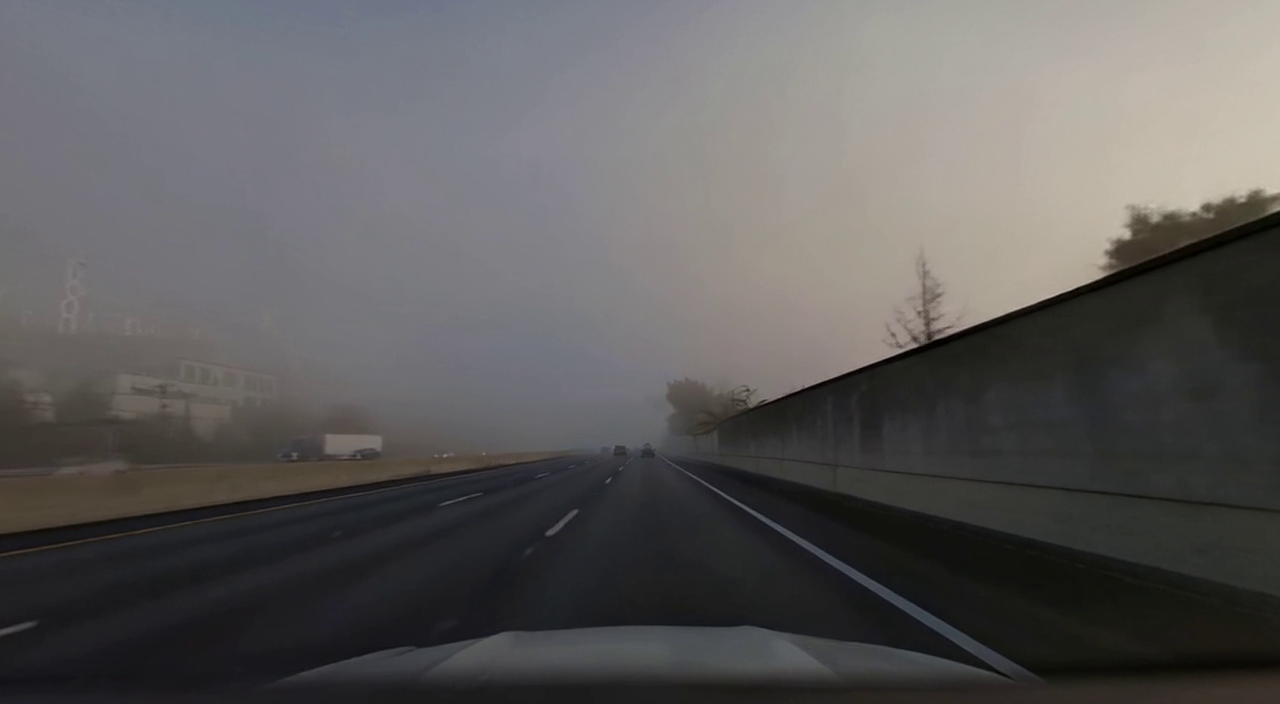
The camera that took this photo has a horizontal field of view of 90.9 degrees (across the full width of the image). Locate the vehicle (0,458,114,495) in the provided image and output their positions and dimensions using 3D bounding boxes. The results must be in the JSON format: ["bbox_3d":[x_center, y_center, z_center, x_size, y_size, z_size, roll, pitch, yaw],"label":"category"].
[{"bbox_3d":[-27.632,5.756,29.507,1.852,1.485,4.758,0,-8,1],"label":"vehicle"}]
